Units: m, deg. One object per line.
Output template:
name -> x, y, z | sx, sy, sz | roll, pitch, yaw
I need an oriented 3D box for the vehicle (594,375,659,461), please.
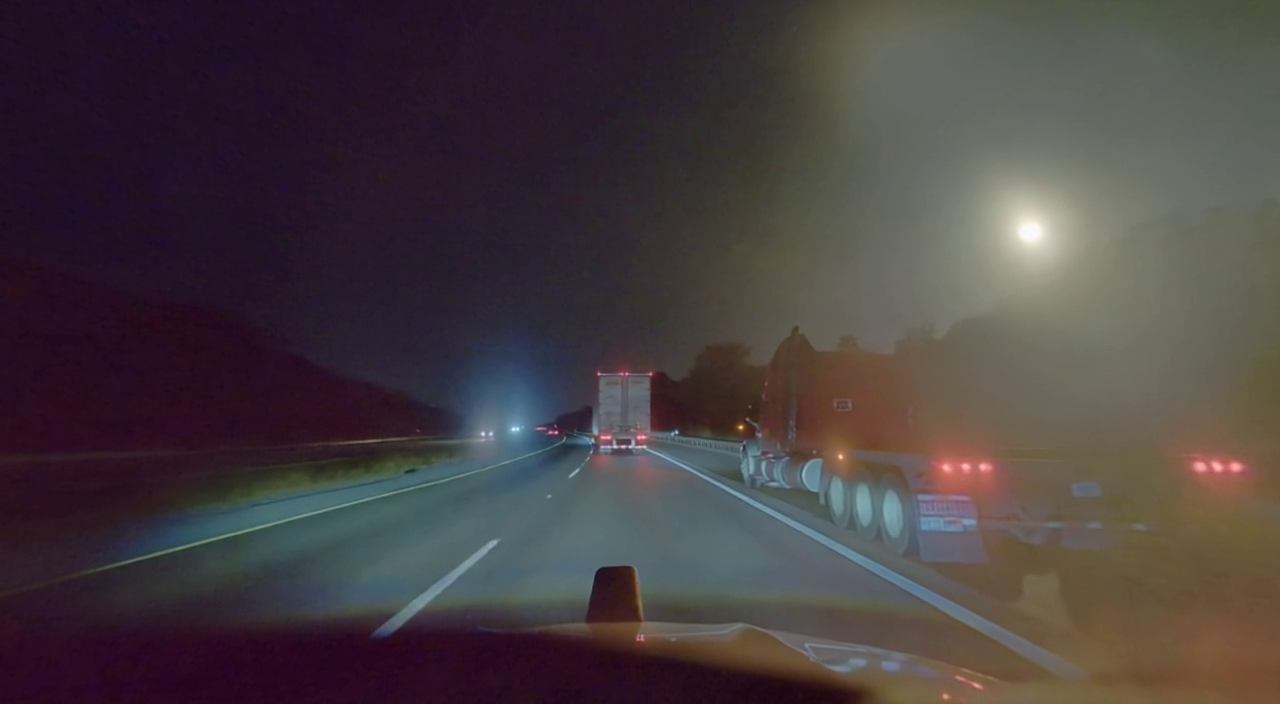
vehicle -> -0.805, 3.734, 34.345 | 3.023, 3.965, 10.402 | 0, -8, -2
